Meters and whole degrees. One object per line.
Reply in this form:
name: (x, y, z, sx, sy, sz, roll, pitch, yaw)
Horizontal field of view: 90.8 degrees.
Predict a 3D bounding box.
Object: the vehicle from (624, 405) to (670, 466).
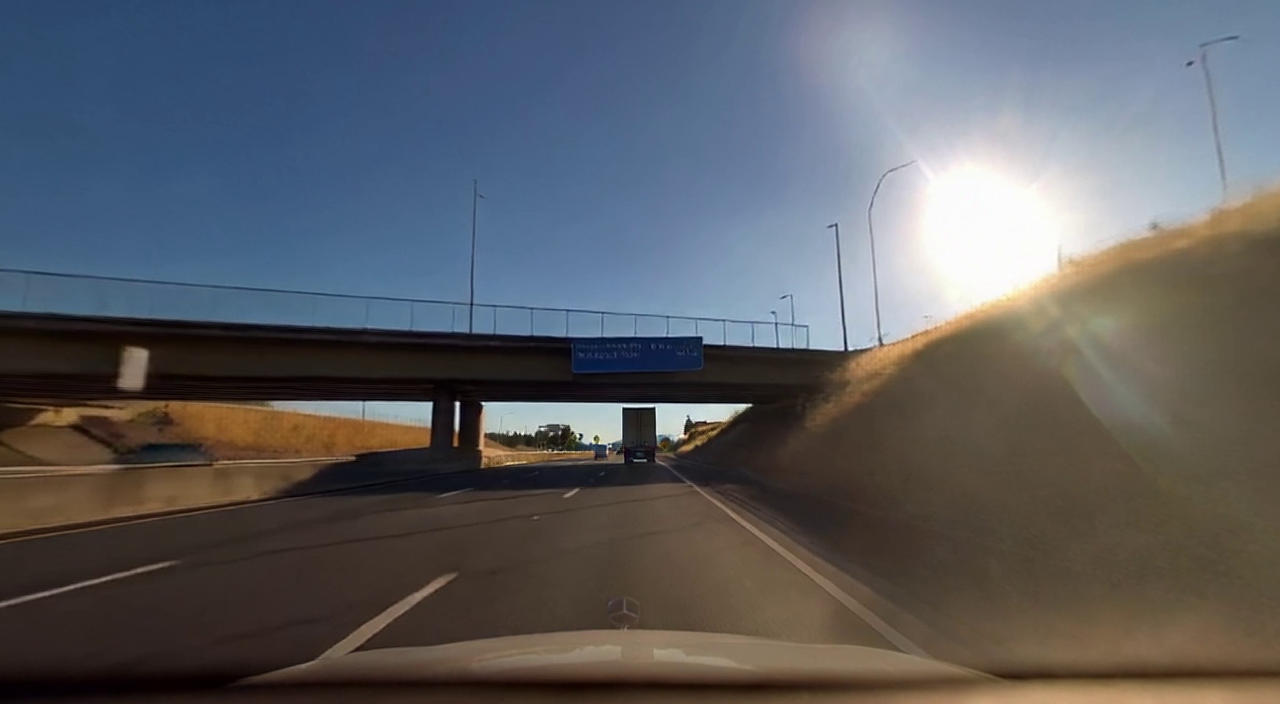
vehicle: (0.441, 6.519, 48.150, 3.033, 3.985, 12.383, 0, -9, 0)
